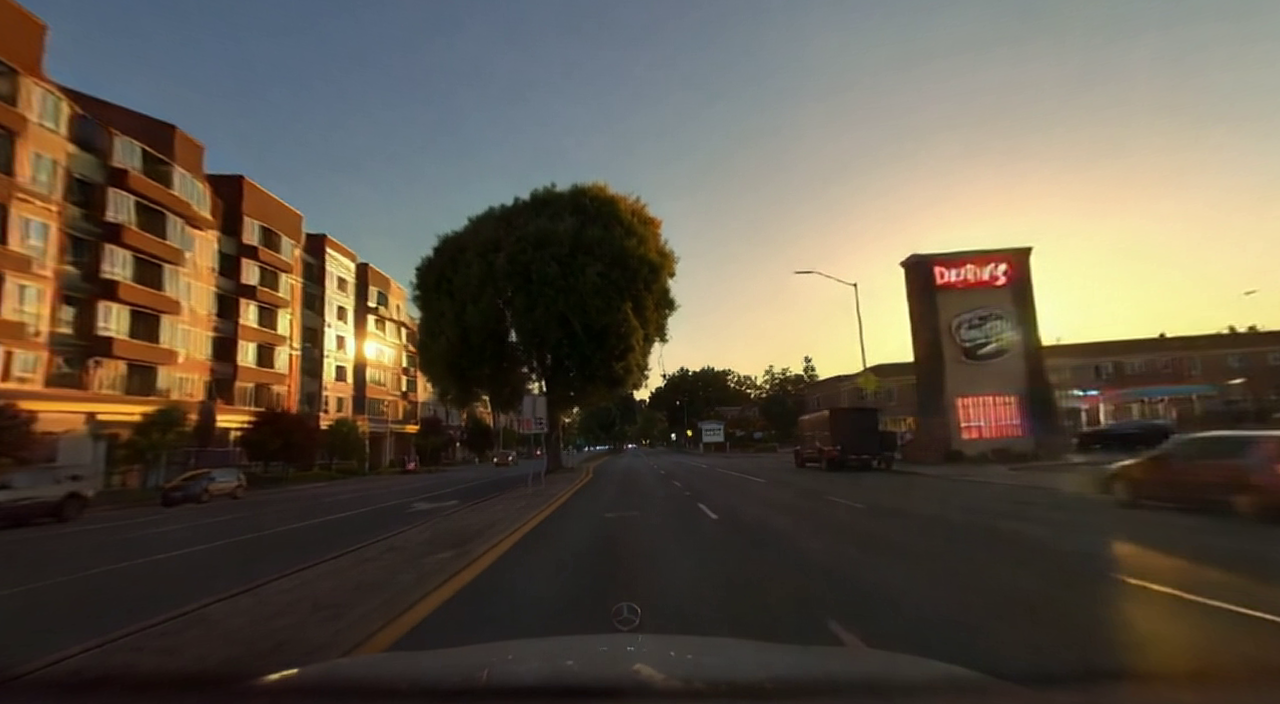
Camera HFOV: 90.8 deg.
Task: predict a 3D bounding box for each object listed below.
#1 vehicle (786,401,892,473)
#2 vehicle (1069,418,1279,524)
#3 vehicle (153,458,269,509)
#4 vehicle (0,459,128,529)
[{"bbox_3d":[9.784,4.315,32.034,2.917,3.205,6.985,0,-8,-1],"label":"vehicle"},{"bbox_3d":[10.115,1.928,10.533,2.170,1.492,5.038,0,-9,-3],"label":"vehicle"},{"bbox_3d":[-19.339,5.900,28.815,2.042,1.773,4.914,-4,-8,-2],"label":"vehicle"},{"bbox_3d":[-19.095,4.311,19.072,2.247,1.820,5.907,-4,-8,2],"label":"vehicle"}]
